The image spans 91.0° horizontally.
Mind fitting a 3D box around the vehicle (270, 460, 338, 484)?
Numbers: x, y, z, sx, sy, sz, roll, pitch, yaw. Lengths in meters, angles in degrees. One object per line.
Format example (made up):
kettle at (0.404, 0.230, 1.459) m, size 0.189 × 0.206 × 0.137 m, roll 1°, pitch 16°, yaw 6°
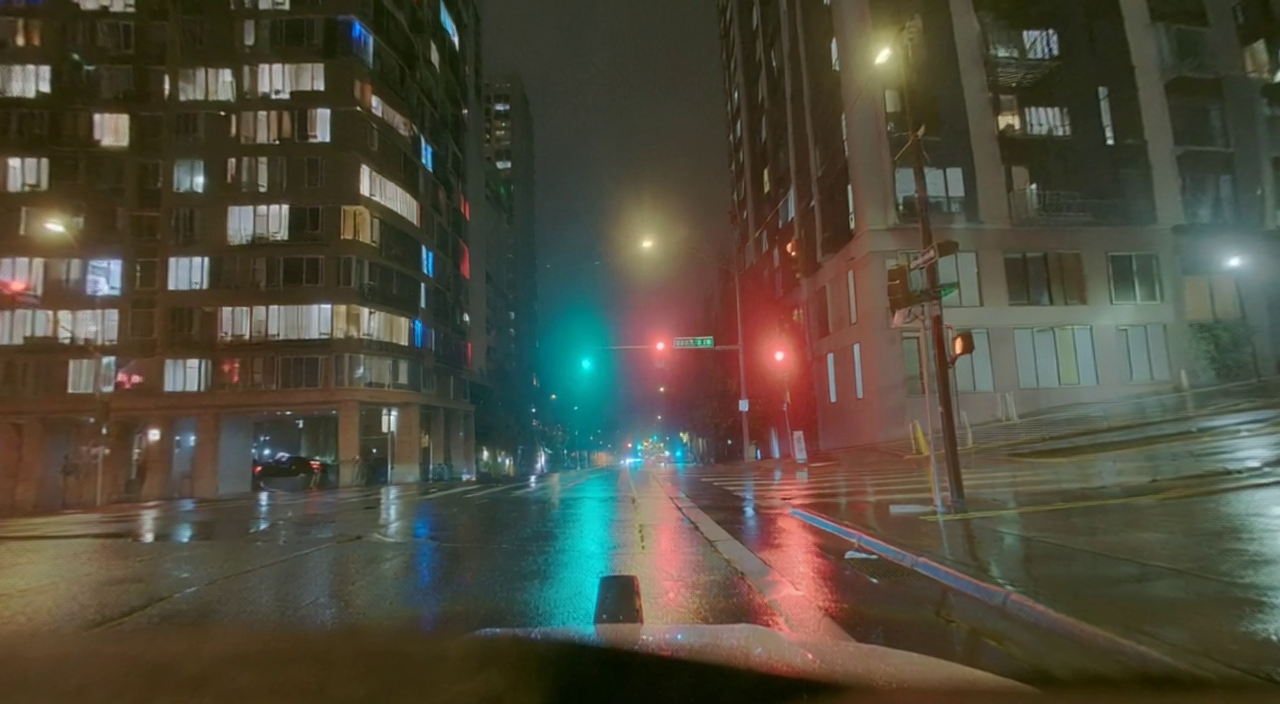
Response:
vehicle at (-24.650, 8.797, 46.271) m, size 3.882 × 1.600 × 1.768 m, roll 0°, pitch -9°, yaw 2°
